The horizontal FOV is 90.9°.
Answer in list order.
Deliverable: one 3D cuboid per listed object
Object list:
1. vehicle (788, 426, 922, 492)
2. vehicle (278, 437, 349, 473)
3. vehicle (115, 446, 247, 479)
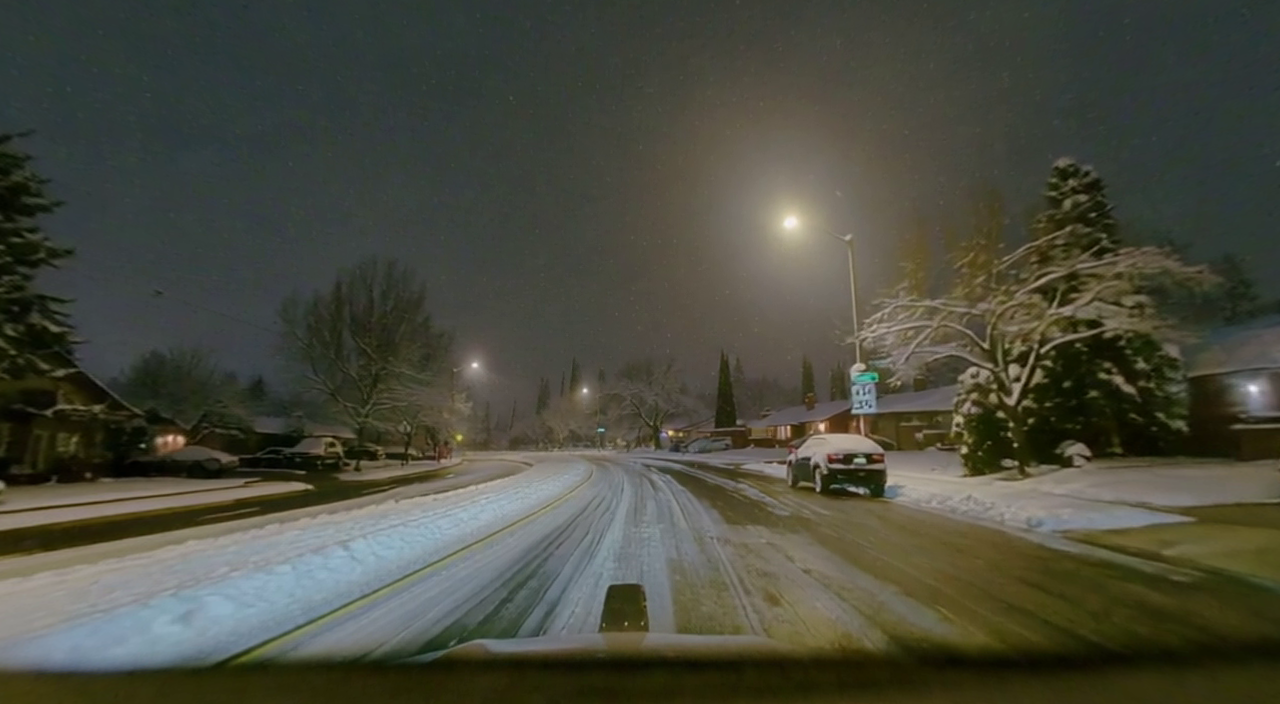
[{"bbox_3d":[6.747,3.420,20.492,2.315,1.869,4.678,1,-8,-6],"label":"vehicle"},{"bbox_3d":[-18.717,5.915,36.395,2.077,1.948,4.705,1,-8,-7],"label":"vehicle"},{"bbox_3d":[-21.293,5.109,29.351,4.654,1.442,2.155,-1,-8,7],"label":"vehicle"}]
